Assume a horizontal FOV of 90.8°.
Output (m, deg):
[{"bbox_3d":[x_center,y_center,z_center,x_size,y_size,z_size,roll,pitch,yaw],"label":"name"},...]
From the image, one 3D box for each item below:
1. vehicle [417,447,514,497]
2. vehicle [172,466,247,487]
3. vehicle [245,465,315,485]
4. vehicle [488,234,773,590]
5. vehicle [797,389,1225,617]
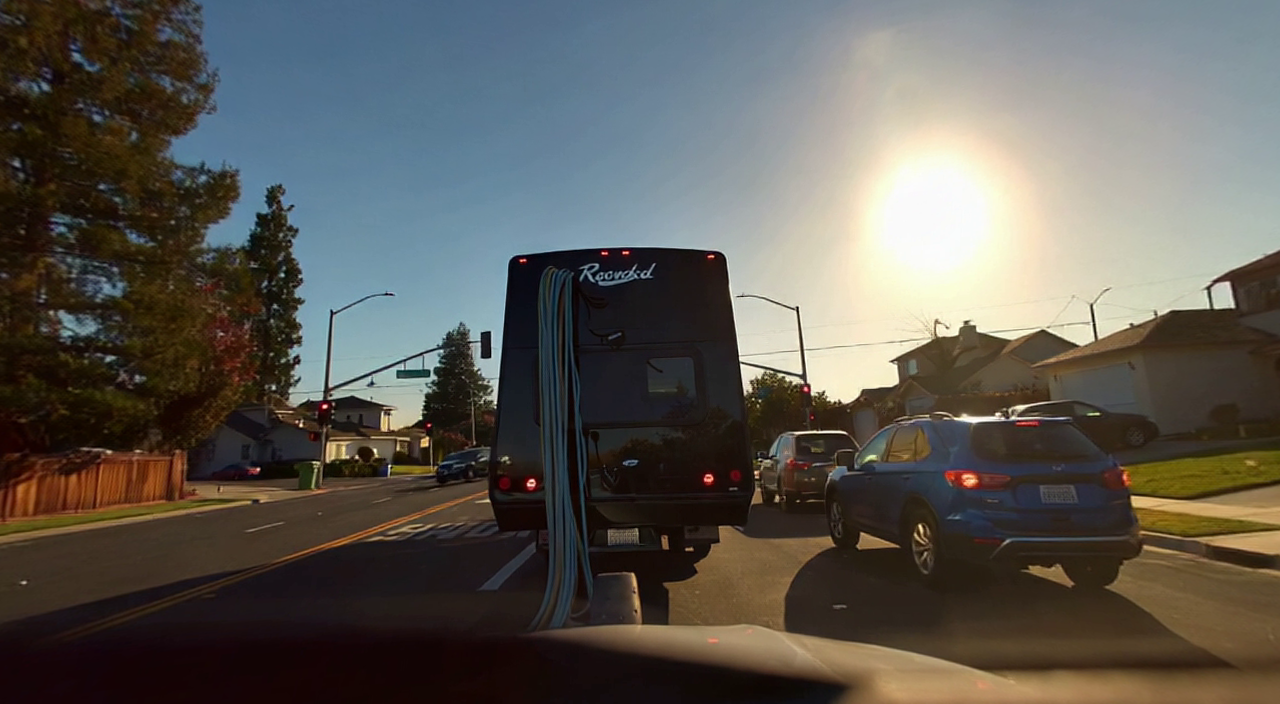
[{"bbox_3d":[-5.790,4.012,21.631,1.979,1.483,4.668,0,-9,0],"label":"vehicle"},{"bbox_3d":[-32.646,9.412,47.957,4.311,1.458,1.707,0,-9,-3],"label":"vehicle"},{"bbox_3d":[-27.413,9.364,48.139,4.187,1.445,1.809,0,-9,0],"label":"vehicle"},{"bbox_3d":[-0.097,1.133,10.327,2.709,3.511,8.213,0,-9,0],"label":"vehicle"},{"bbox_3d":[3.407,1.490,7.131,2.104,1.735,4.408,0,-9,0],"label":"vehicle"}]
